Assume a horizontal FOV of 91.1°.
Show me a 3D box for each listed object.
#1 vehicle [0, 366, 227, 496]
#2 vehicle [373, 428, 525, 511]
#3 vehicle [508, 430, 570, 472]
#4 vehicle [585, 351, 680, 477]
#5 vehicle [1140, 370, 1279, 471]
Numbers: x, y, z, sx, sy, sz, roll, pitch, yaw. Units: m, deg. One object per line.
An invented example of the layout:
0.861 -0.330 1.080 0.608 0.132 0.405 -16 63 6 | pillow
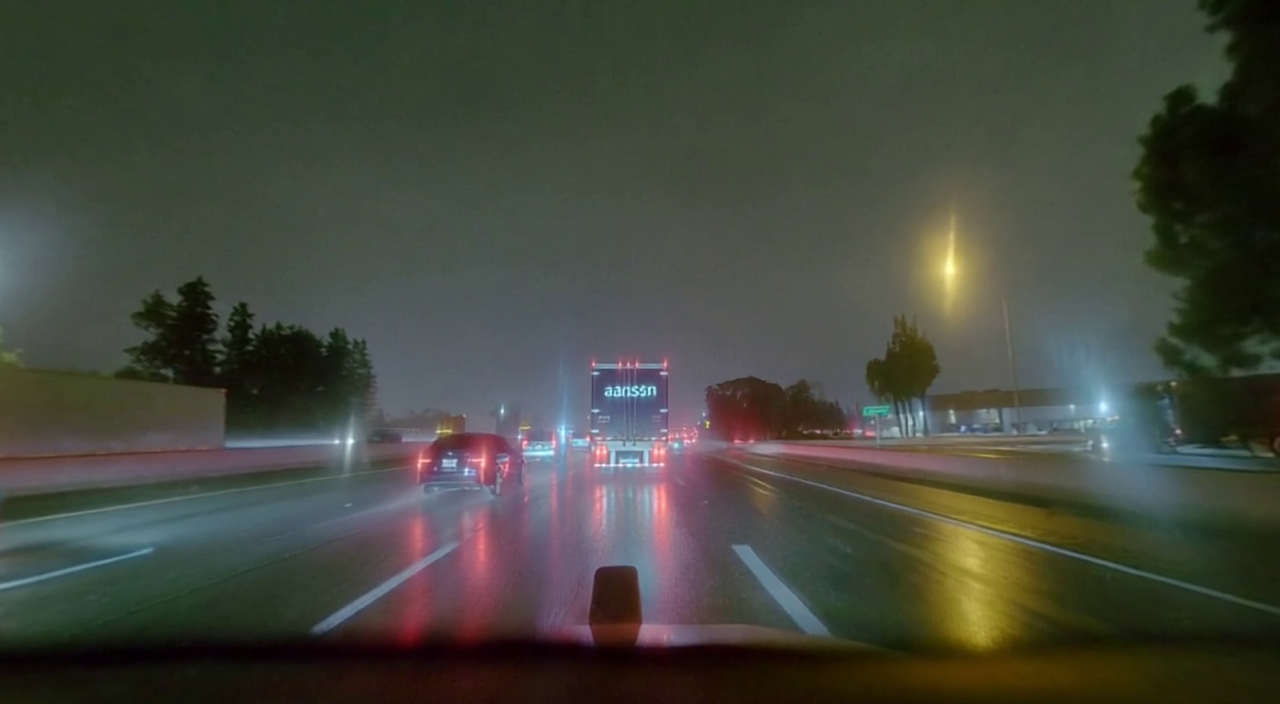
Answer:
-19.228 2.865 22.554 2.893 3.769 8.413 0 -8 1 | vehicle
-3.933 2.469 13.838 1.964 1.507 4.361 0 -8 0 | vehicle
-4.090 4.069 26.078 1.946 1.599 4.073 0 -8 0 | vehicle
-0.390 2.806 26.688 3.171 4.204 11.036 0 -8 -1 | vehicle
18.801 2.158 19.248 2.432 2.753 5.388 0 -8 0 | vehicle
